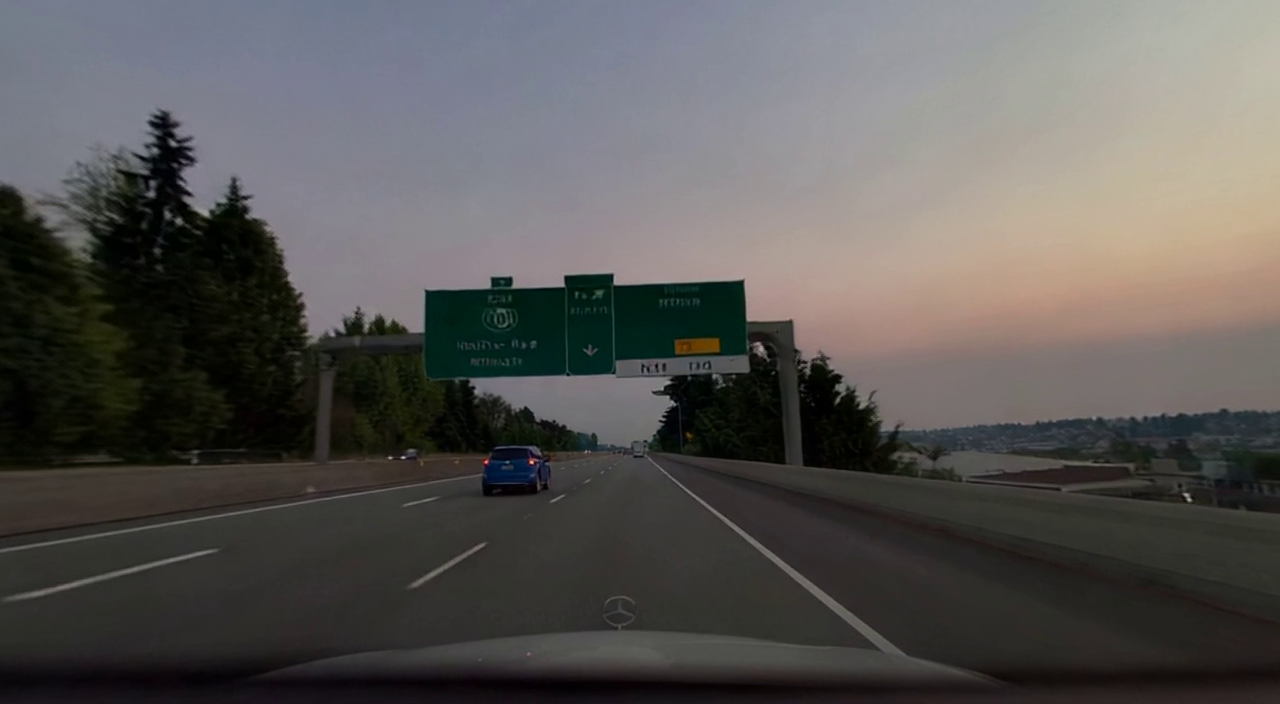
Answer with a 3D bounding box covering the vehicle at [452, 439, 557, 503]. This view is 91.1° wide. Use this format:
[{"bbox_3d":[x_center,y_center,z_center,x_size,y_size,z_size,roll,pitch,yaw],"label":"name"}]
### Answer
[{"bbox_3d":[-3.816,3.440,18.575,2.104,1.626,4.283,-1,-9,1],"label":"vehicle"}]
